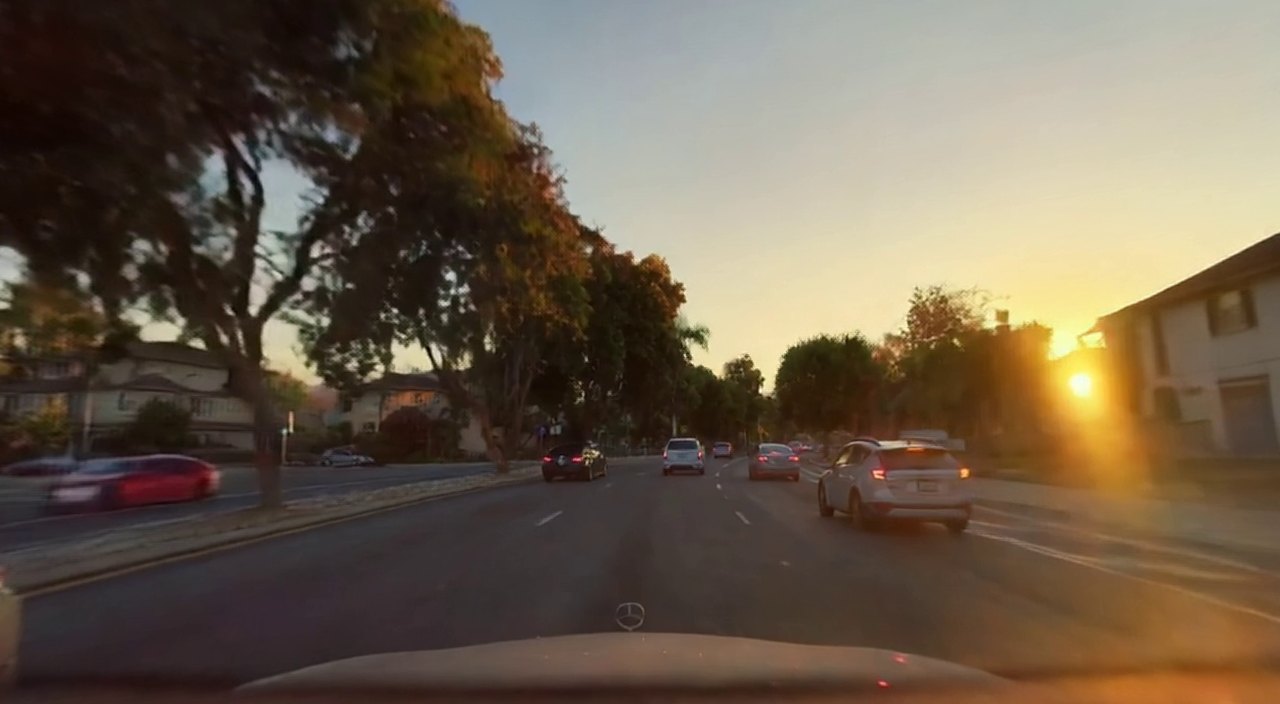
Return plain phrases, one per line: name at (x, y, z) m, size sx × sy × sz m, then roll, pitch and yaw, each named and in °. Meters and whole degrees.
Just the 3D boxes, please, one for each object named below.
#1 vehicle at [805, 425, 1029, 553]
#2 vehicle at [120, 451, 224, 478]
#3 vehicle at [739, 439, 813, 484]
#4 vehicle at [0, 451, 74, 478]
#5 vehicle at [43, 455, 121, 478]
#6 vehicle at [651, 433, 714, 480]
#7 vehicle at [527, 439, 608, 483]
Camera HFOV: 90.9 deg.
vehicle at (3.843, 1.943, 9.478) m, size 1.859 × 1.540 × 3.454 m, roll -1°, pitch -9°, yaw 2°
vehicle at (-27.496, 6.598, 37.197) m, size 1.816 × 1.459 × 4.453 m, roll -5°, pitch -10°, yaw 30°
vehicle at (4.896, 3.990, 23.270) m, size 2.117 × 1.472 × 4.158 m, roll -1°, pitch -9°, yaw 5°
vehicle at (-37.080, 6.766, 37.941) m, size 4.101 × 1.535 × 2.002 m, roll 0°, pitch -8°, yaw 2°
vehicle at (-35.969, 7.384, 40.660) m, size 3.413 × 1.370 × 1.645 m, roll -1°, pitch -9°, yaw 2°
vehicle at (1.870, 4.339, 26.313) m, size 2.250 × 1.768 × 4.574 m, roll -2°, pitch -9°, yaw 8°
vehicle at (-2.581, 4.053, 23.677) m, size 2.006 × 1.464 × 4.586 m, roll -1°, pitch -9°, yaw 7°
